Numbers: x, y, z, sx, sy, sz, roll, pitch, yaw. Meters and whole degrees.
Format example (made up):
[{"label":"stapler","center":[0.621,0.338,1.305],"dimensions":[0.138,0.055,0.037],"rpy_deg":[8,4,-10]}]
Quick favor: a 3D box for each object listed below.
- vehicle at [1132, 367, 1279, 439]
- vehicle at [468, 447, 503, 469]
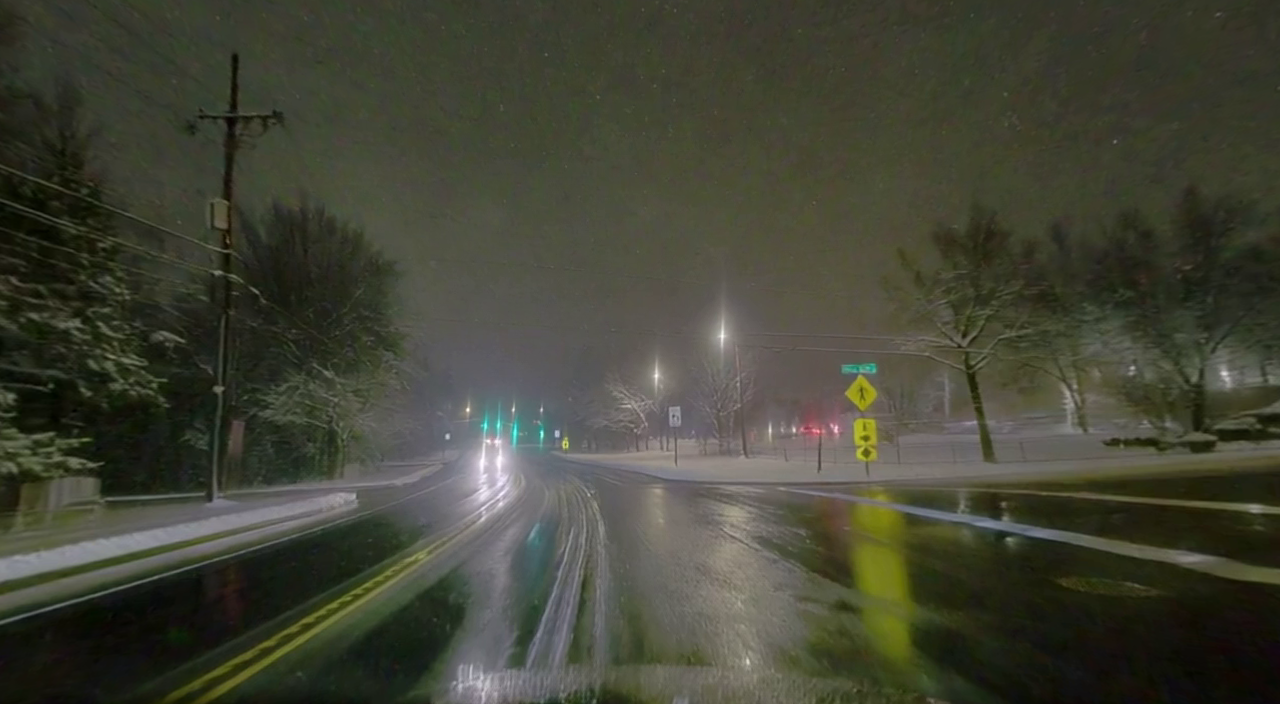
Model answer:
[{"label":"vehicle","center":[33.281,2.505,32.315],"dimensions":[12.214,3.426,2.921],"rpy_deg":[-9,-9,41]},{"label":"vehicle","center":[-10.692,7.357,43.968],"dimensions":[2.125,1.440,4.450],"rpy_deg":[1,-8,-11]}]
